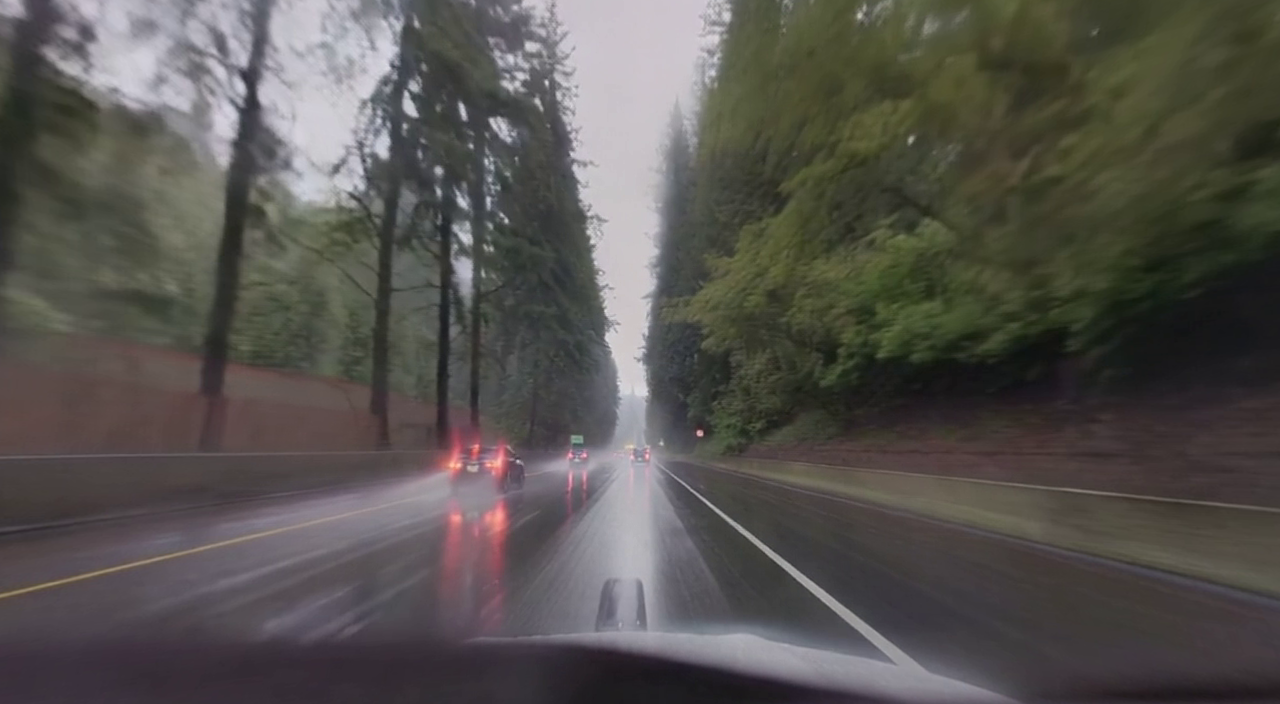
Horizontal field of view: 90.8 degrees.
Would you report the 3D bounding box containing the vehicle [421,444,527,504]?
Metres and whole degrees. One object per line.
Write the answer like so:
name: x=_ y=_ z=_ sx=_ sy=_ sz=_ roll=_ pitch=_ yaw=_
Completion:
vehicle: x=-4.599 y=3.412 z=18.159 sx=1.838 sy=1.508 sz=4.317 roll=0 pitch=-9 yaw=0
